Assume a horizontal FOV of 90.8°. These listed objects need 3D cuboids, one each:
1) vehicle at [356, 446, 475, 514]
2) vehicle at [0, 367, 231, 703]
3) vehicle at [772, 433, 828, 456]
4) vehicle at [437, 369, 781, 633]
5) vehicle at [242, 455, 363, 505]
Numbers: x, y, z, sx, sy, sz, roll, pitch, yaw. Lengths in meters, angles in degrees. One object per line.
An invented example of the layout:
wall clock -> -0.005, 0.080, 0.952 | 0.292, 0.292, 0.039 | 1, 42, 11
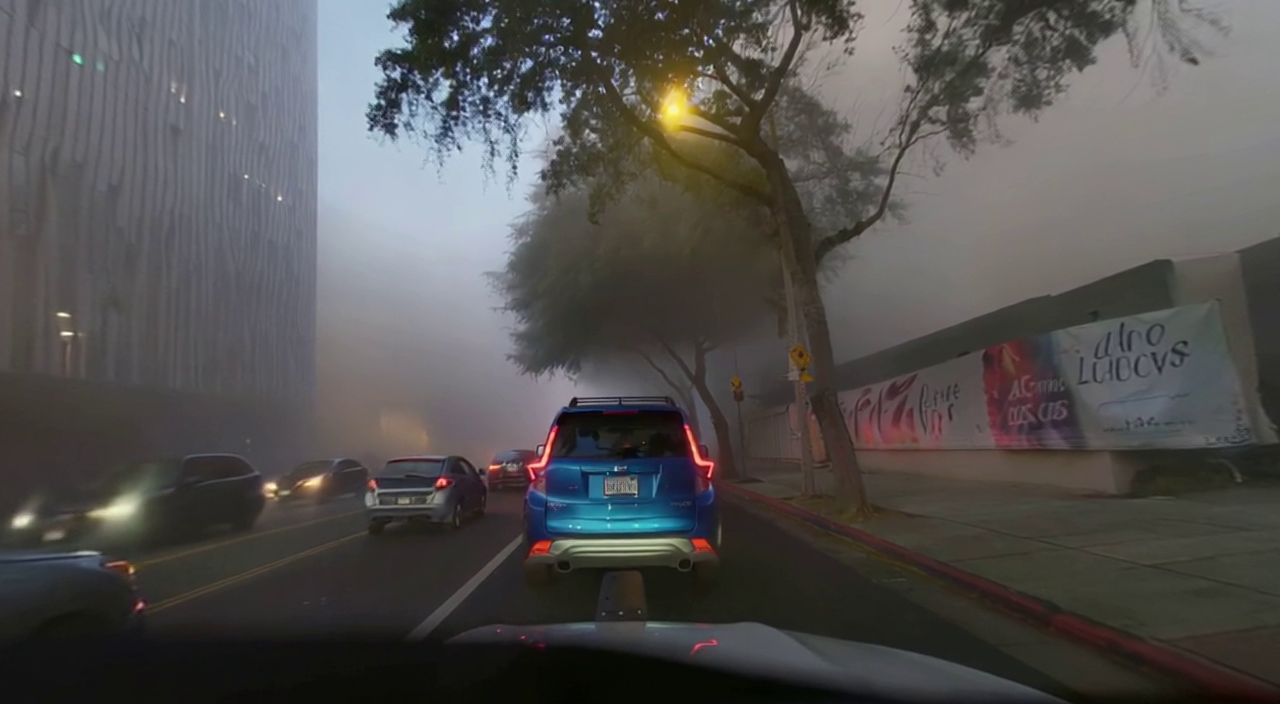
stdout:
vehicle -> -5.473, 3.123, 16.025 | 1.876, 1.448, 4.464 | 1, -8, -7
vehicle -> -3.256, 0.756, 1.325 | 1.971, 1.658, 4.428 | 0, -8, -3
vehicle -> 10.383, 6.008, 40.855 | 1.877, 1.416, 3.965 | -8, -12, 40
vehicle -> -0.327, 1.407, 6.961 | 2.531, 1.930, 4.382 | 0, -8, -3
vehicle -> -11.904, 4.502, 22.730 | 1.913, 1.487, 4.700 | 0, -8, -2
